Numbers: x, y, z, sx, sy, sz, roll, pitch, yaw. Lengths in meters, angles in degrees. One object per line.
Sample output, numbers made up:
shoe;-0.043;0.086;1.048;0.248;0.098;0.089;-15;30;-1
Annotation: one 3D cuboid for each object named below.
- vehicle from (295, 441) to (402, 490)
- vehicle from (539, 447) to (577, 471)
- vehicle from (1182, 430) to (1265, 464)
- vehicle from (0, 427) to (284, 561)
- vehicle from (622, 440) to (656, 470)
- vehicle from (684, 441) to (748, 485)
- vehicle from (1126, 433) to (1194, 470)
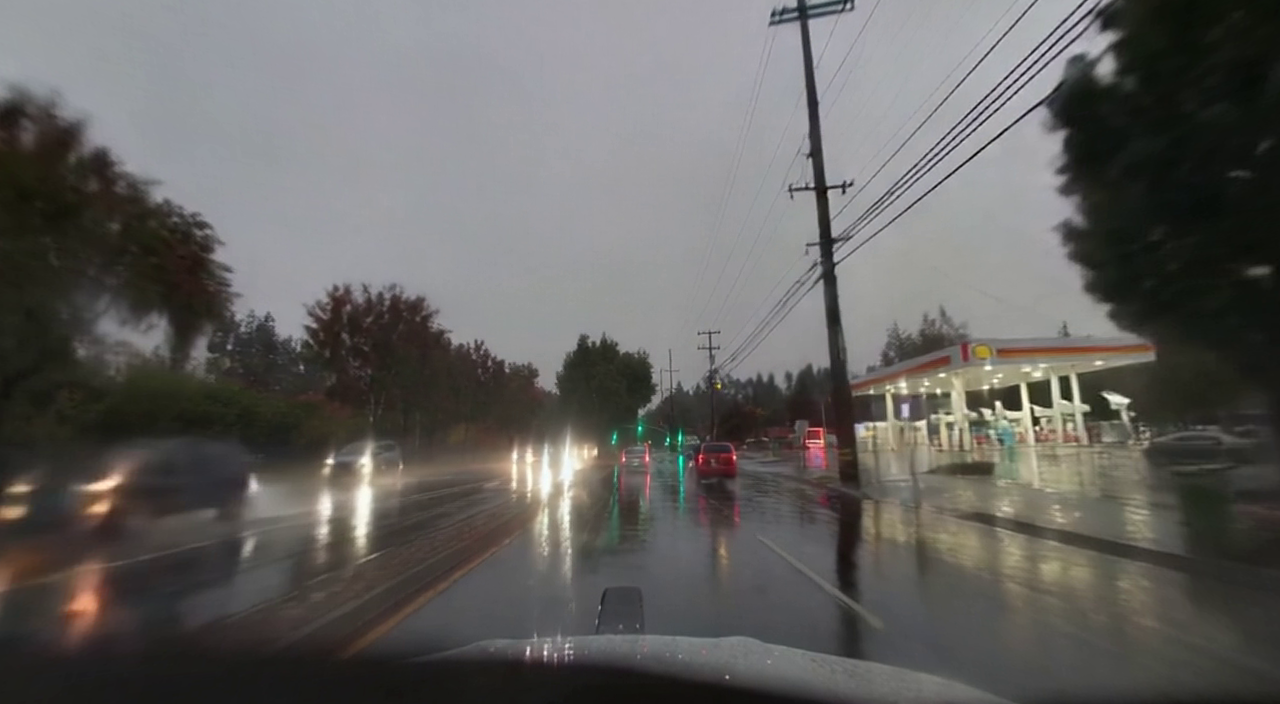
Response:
vehicle;-11.778;4.570;25.941;2.165;1.810;4.607;0;-8;0
vehicle;-5.421;7.111;42.269;2.032;1.487;4.413;0;-8;-2
vehicle;27.449;4.482;29.863;1.825;1.476;3.833;-5;-9;27
vehicle;-8.393;2.159;10.402;2.518;1.719;4.314;0;-8;0
vehicle;-0.103;6.872;42.345;2.163;1.825;4.073;0;-8;0
vehicle;3.012;4.470;25.816;1.990;1.592;4.294;0;-8;-1
vehicle;24.358;4.621;29.736;2.071;1.528;4.644;-6;-9;35
